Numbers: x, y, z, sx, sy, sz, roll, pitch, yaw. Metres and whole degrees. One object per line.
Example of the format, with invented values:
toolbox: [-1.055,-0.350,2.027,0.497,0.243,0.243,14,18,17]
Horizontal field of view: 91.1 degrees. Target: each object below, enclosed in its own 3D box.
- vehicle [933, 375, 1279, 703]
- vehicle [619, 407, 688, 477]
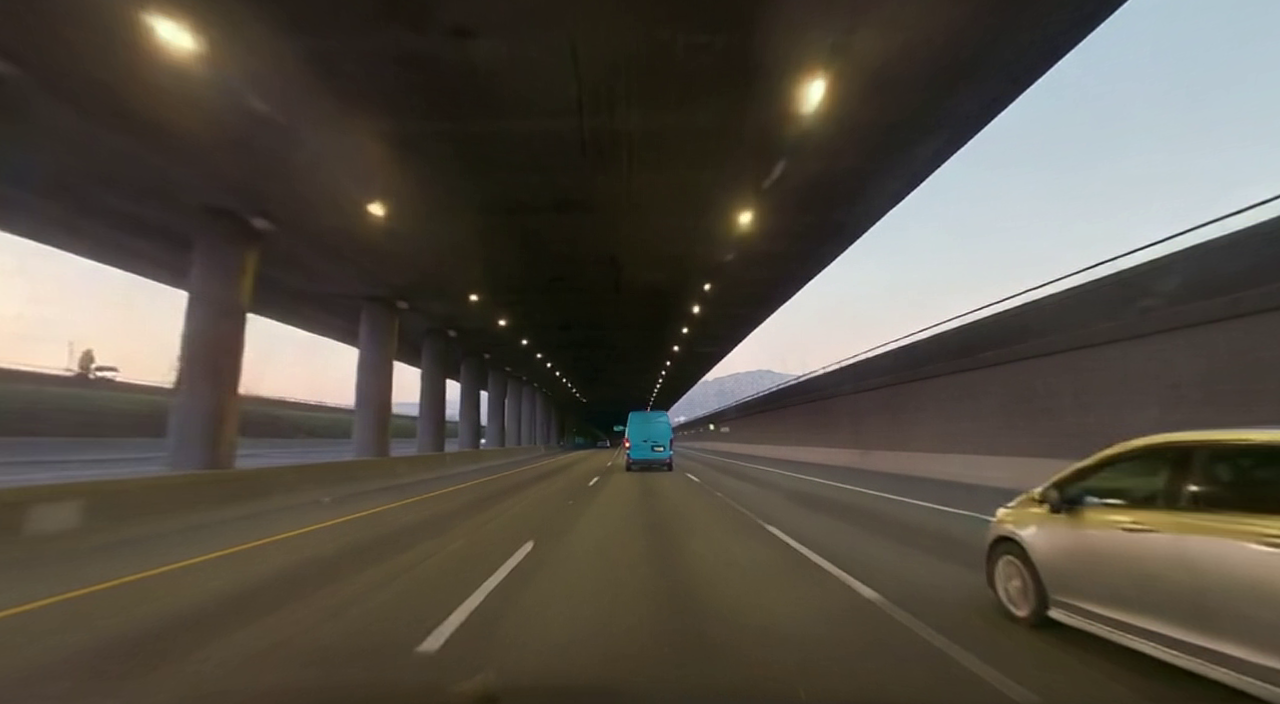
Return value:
vehicle: [3.341,0.925,2.754,2.095,1.553,4.069,0,-8,-1]
vehicle: [0.443,3.541,24.930,2.404,2.459,5.229,0,-8,-1]
